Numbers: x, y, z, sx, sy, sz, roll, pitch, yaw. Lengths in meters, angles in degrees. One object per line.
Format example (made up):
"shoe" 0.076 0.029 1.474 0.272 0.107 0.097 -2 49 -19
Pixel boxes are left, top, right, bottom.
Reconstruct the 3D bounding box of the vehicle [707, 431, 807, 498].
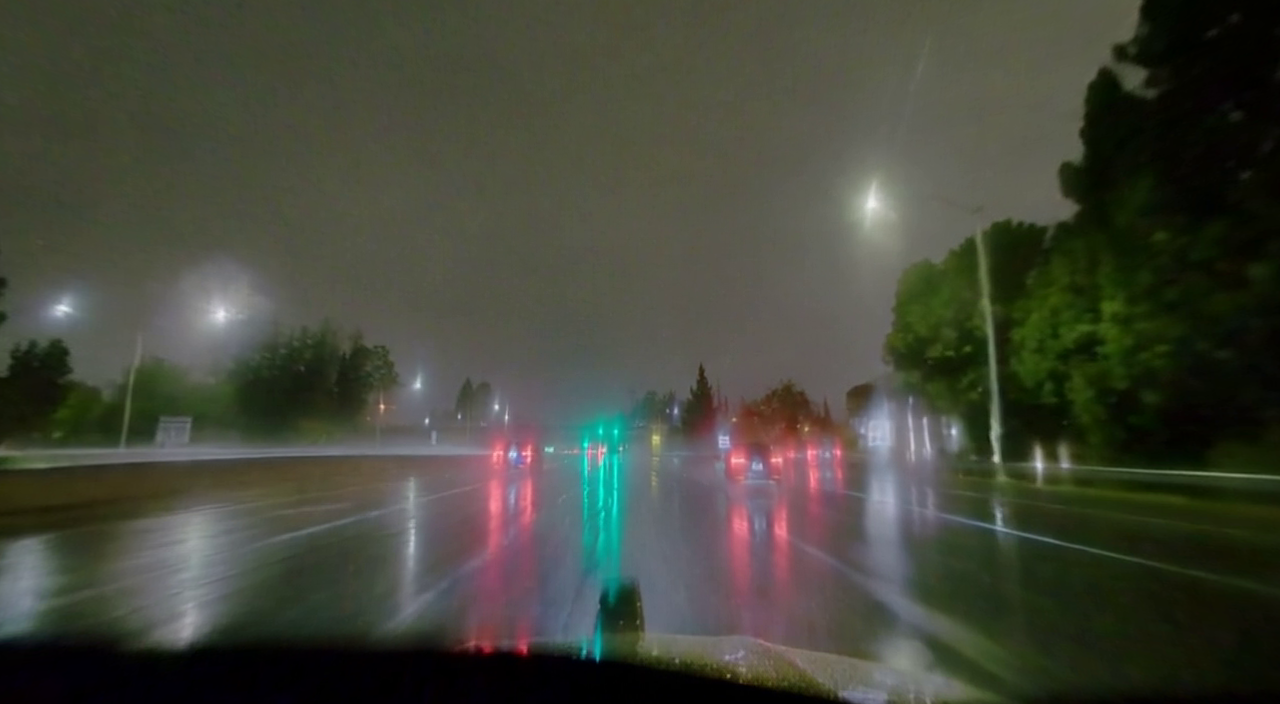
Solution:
"vehicle" 3.215 3.178 18.312 1.997 1.686 4.247 0 -8 -1

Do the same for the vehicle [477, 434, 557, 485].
"vehicle" -4.678 4.149 24.791 2.176 1.779 4.755 0 -8 0
